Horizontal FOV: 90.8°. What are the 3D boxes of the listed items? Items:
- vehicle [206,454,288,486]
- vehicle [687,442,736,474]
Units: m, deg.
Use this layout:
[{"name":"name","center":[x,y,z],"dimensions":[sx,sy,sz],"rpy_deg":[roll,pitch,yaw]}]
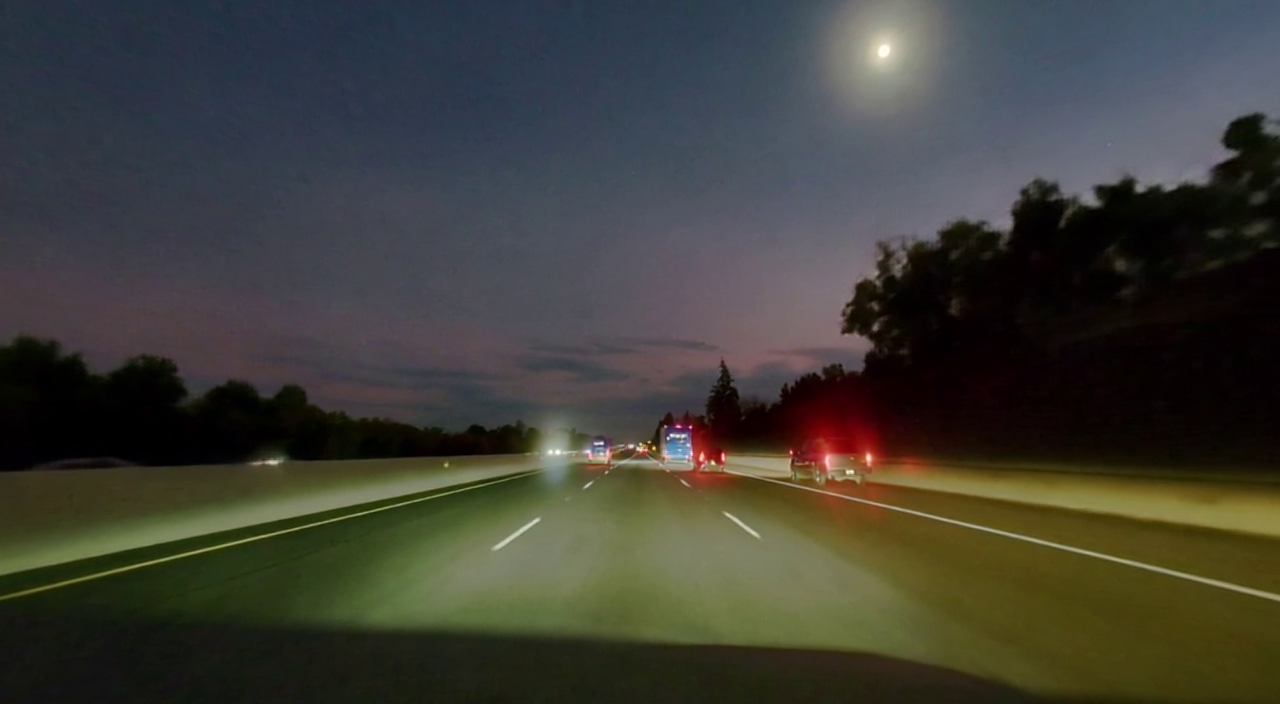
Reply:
[{"name":"vehicle","center":[-23.286,6.974,37.615],"dimensions":[1.971,1.710,4.493],"rpy_deg":[0,-9,1]},{"name":"vehicle","center":[3.829,5.759,34.440],"dimensions":[2.066,1.638,4.158],"rpy_deg":[0,-9,-2]}]
